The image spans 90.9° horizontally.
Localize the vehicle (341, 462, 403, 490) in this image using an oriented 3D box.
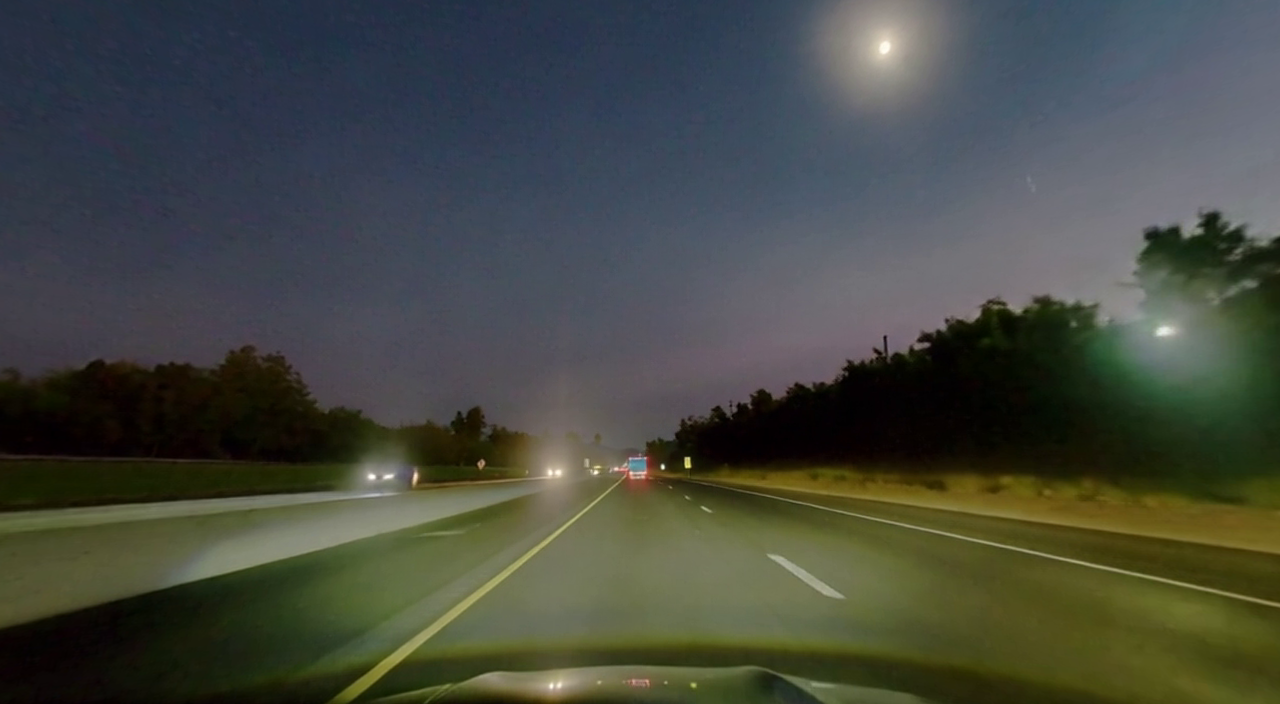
[{"bbox_3d":[-17.040,7.899,40.311,2.099,1.625,4.099,1,-10,1],"label":"vehicle"}]
